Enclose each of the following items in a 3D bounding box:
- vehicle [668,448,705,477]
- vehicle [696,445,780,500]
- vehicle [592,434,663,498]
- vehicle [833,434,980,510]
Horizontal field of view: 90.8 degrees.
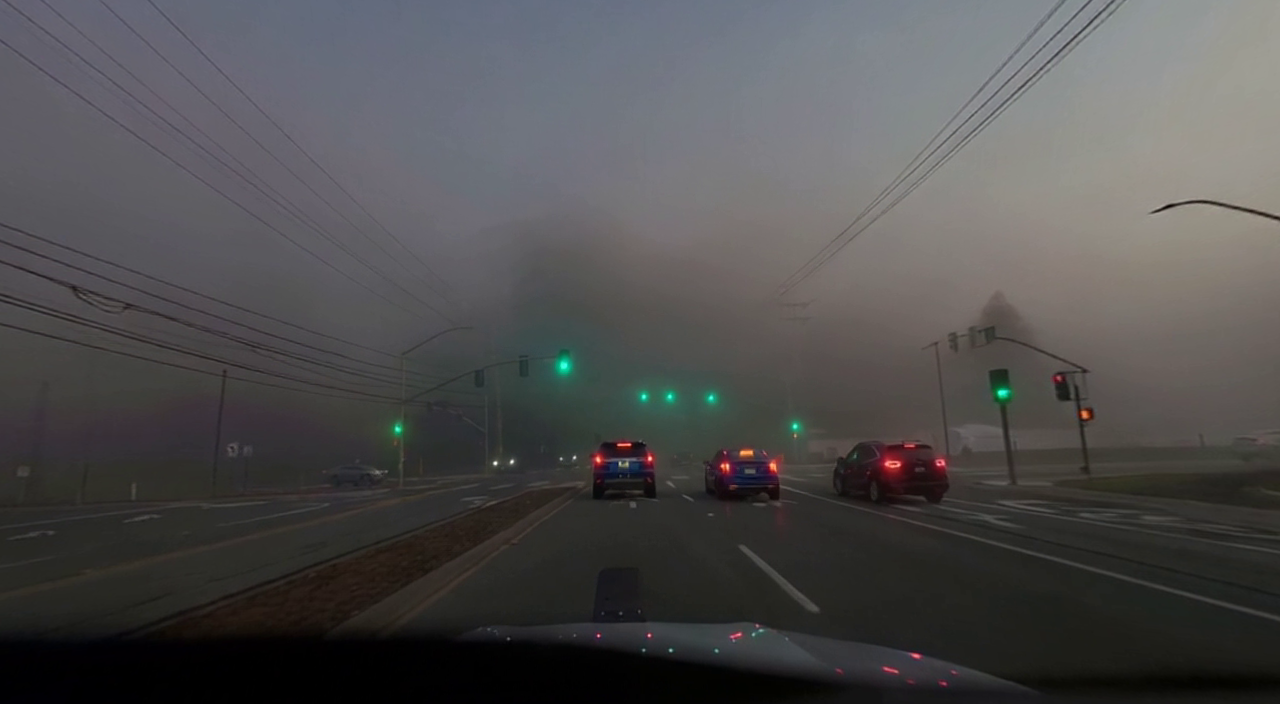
[{"bbox_3d":[2.928,7.030,40.535,1.915,1.765,4.047,0,-9,-2],"label":"vehicle"},{"bbox_3d":[3.043,3.823,20.559,1.880,1.579,4.401,0,-9,-2],"label":"vehicle"},{"bbox_3d":[-0.418,3.950,22.216,2.231,1.998,4.254,0,-9,-1],"label":"vehicle"},{"bbox_3d":[6.910,3.126,16.995,1.929,1.753,4.396,0,-9,-1],"label":"vehicle"}]
